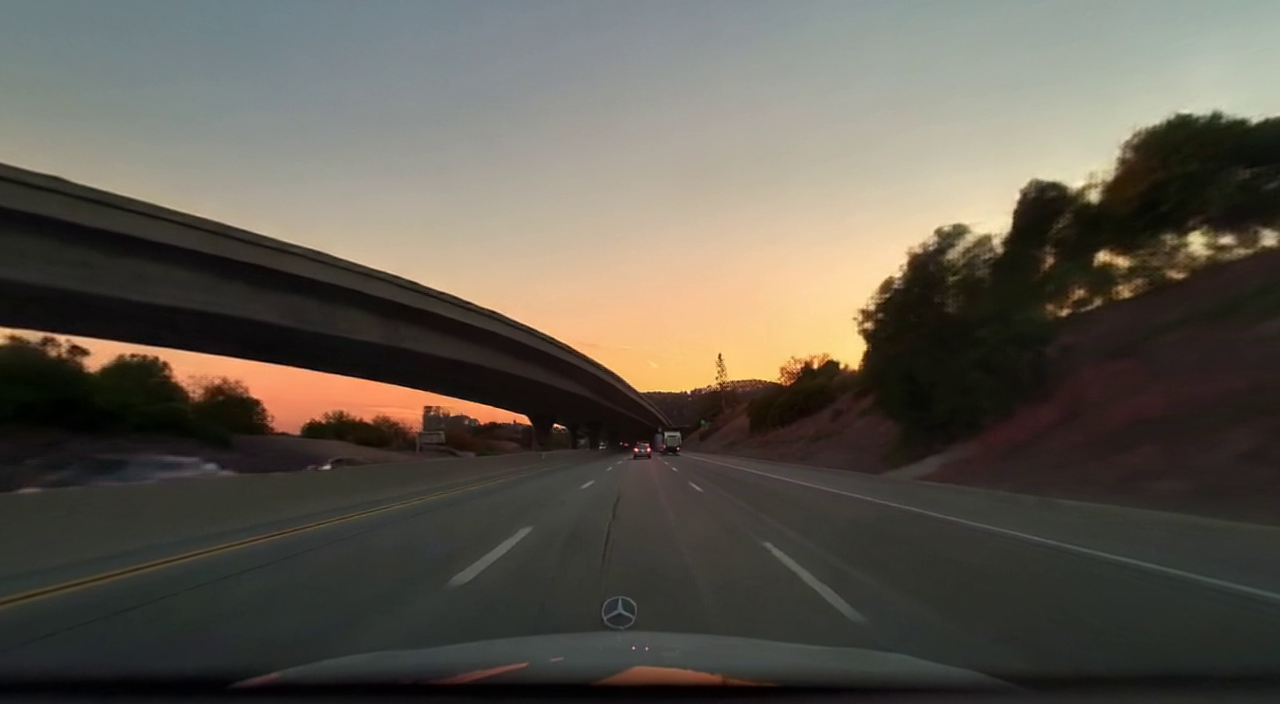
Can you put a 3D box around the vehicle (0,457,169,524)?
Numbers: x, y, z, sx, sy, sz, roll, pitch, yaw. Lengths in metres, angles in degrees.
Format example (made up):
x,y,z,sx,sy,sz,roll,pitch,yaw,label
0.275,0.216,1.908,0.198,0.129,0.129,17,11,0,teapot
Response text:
x,y,z,sx,sy,sz,roll,pitch,yaw,label
-15.868,3.730,17.391,1.930,1.511,4.717,0,-9,0,vehicle
